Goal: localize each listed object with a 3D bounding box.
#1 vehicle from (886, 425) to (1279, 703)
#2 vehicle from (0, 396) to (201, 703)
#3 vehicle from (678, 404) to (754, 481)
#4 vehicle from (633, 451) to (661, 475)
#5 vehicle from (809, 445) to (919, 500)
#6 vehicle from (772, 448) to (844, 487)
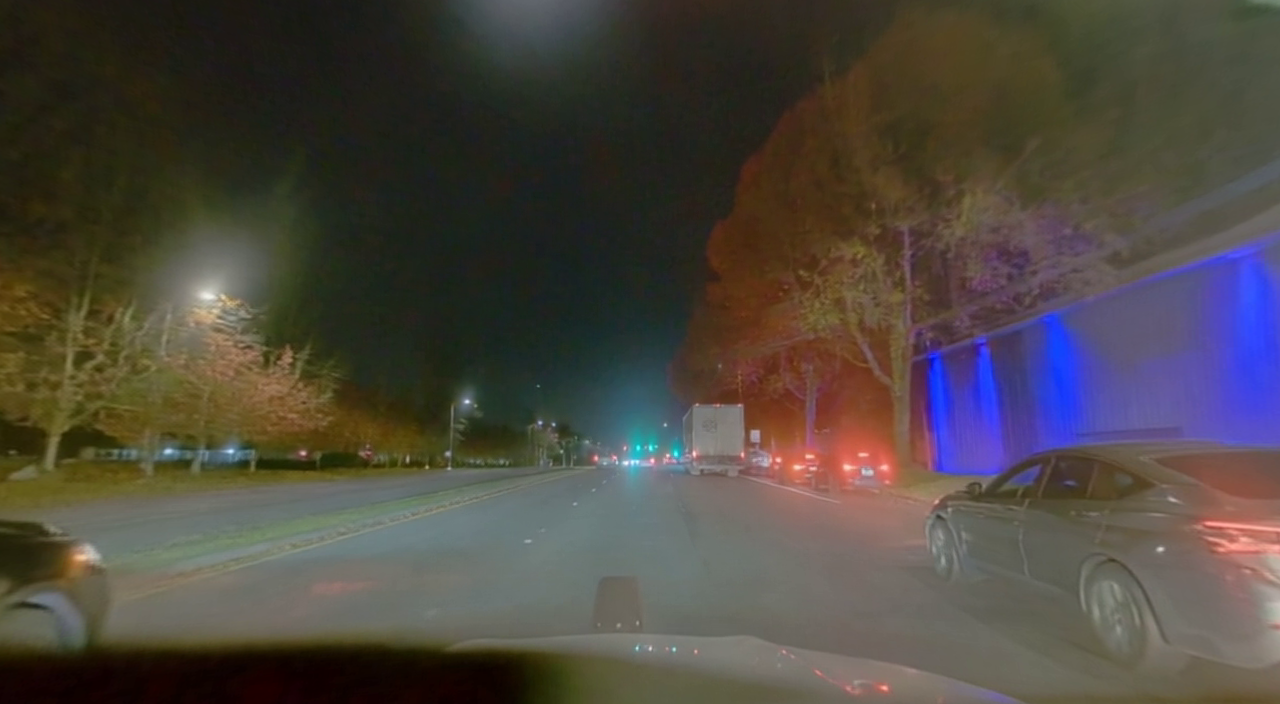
[{"bbox_3d":[3.757,1.320,4.533,1.915,1.449,4.970,0,-9,-1],"label":"vehicle"},{"bbox_3d":[-3.635,0.800,1.583,1.751,1.540,4.481,-1,-9,1],"label":"vehicle"},{"bbox_3d":[3.977,5.209,35.855,3.003,3.680,10.684,0,-9,0],"label":"vehicle"},{"bbox_3d":[0.470,7.807,44.427,1.846,1.528,4.348,0,-9,0],"label":"vehicle"},{"bbox_3d":[7.049,3.996,20.411,1.889,1.417,4.759,-3,-14,1],"label":"vehicle"},{"bbox_3d":[7.043,4.861,26.878,1.859,1.467,4.749,0,-9,1],"label":"vehicle"}]
